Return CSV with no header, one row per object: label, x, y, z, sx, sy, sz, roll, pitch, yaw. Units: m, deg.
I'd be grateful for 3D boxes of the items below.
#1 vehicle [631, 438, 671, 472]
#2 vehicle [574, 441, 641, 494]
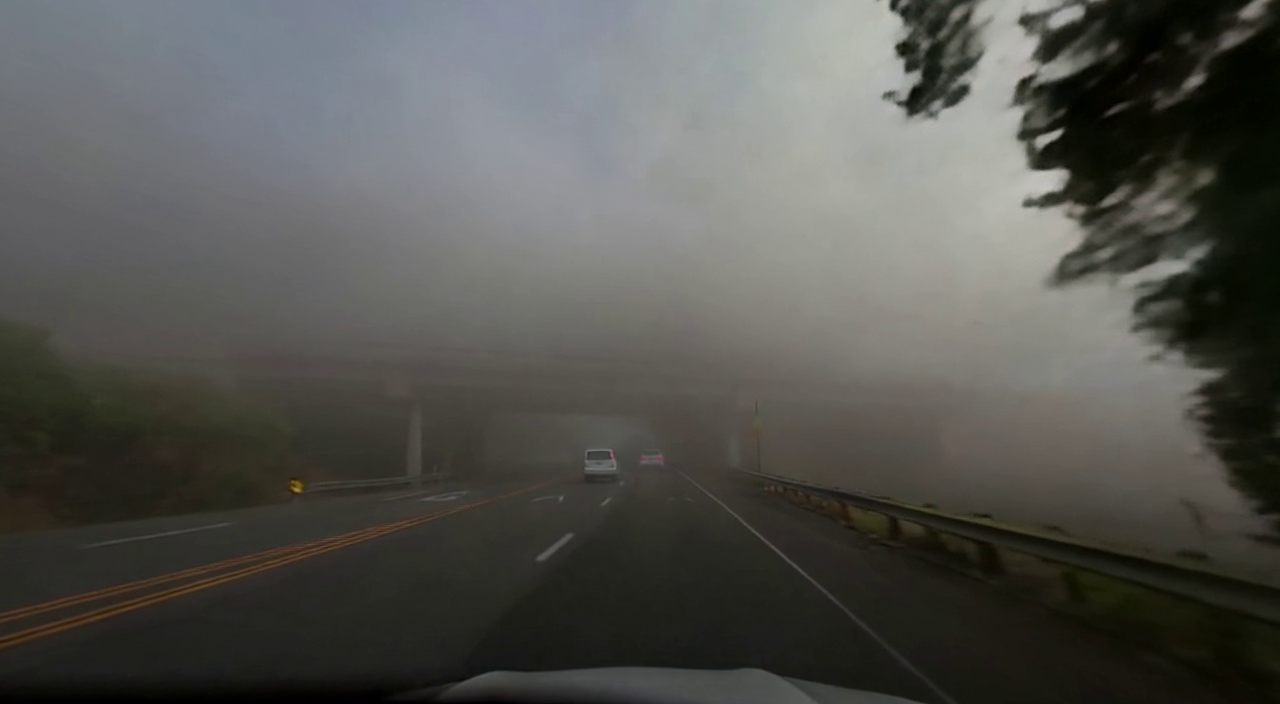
vehicle,0.658,6.634,40.709,2.273,2.010,4.396,0,-9,-3
vehicle,-1.062,3.827,21.183,2.037,1.601,3.643,0,-9,-2
